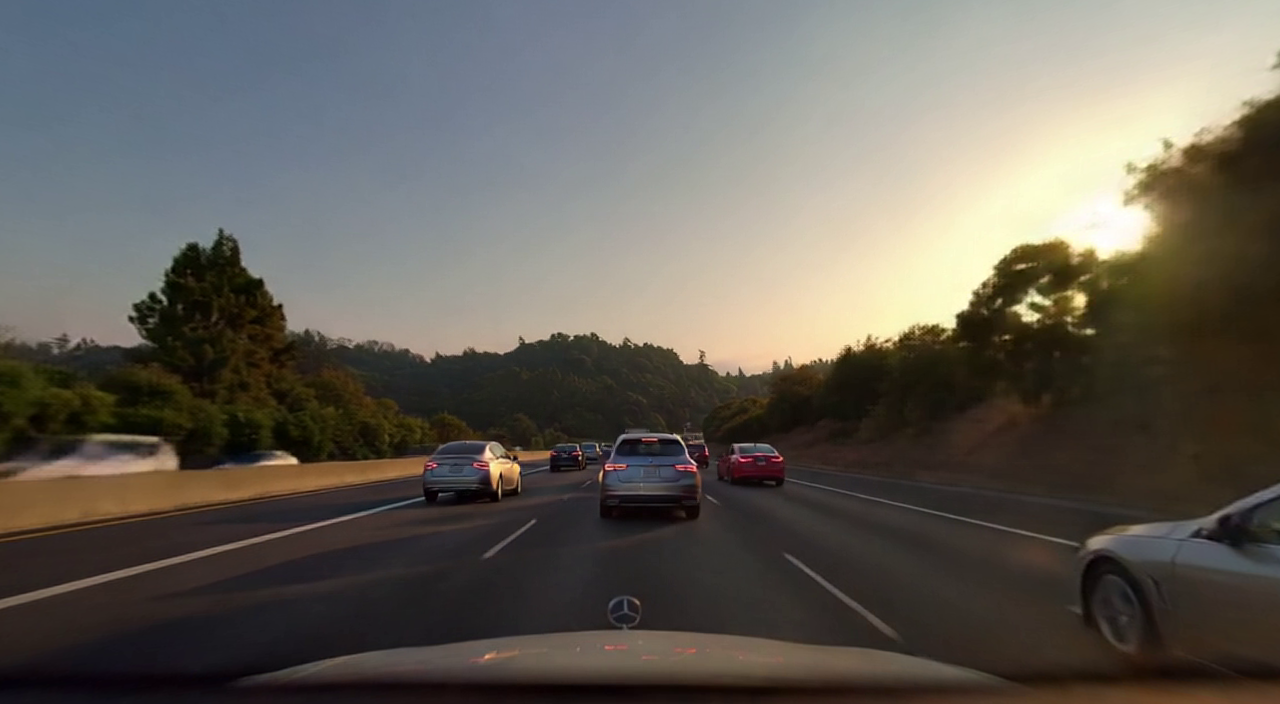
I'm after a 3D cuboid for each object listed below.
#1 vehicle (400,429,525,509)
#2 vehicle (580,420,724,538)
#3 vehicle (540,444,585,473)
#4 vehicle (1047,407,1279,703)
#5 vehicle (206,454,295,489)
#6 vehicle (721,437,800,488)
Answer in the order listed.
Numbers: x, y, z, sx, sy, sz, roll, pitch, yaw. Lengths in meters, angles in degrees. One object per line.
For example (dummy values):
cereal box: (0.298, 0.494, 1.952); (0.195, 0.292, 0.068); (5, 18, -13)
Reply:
vehicle: (-4.161, 2.807, 15.466); (1.890, 1.708, 3.844); (0, -9, 0)
vehicle: (0.172, 2.145, 11.133); (2.093, 1.695, 3.782); (0, -9, 0)
vehicle: (-4.143, 5.752, 34.109); (1.910, 1.468, 3.781); (0, -9, 1)
vehicle: (3.684, 0.830, 1.849); (1.953, 1.434, 4.511); (0, -9, 0)
vehicle: (-20.345, 6.233, 33.151); (1.889, 1.694, 4.268); (0, -9, 0)
vehicle: (4.024, 3.766, 21.714); (1.905, 1.590, 3.746); (0, -9, -1)
